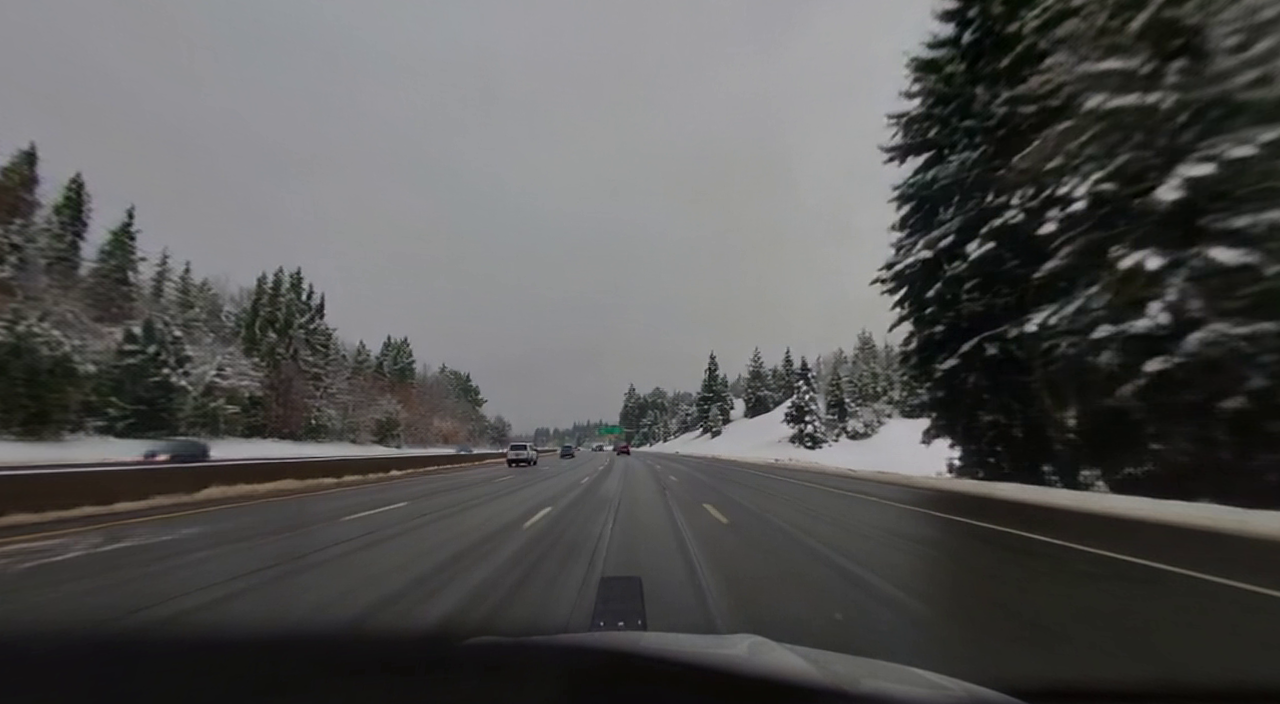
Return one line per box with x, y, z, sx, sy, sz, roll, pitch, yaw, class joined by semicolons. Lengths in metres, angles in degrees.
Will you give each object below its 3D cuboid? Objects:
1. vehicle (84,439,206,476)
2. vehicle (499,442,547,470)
-25.668;5.470;33.026;2.103;1.780;5.422;0;-8;-2;vehicle
-7.648;6.815;41.709;2.179;1.710;5.160;0;-8;0;vehicle
